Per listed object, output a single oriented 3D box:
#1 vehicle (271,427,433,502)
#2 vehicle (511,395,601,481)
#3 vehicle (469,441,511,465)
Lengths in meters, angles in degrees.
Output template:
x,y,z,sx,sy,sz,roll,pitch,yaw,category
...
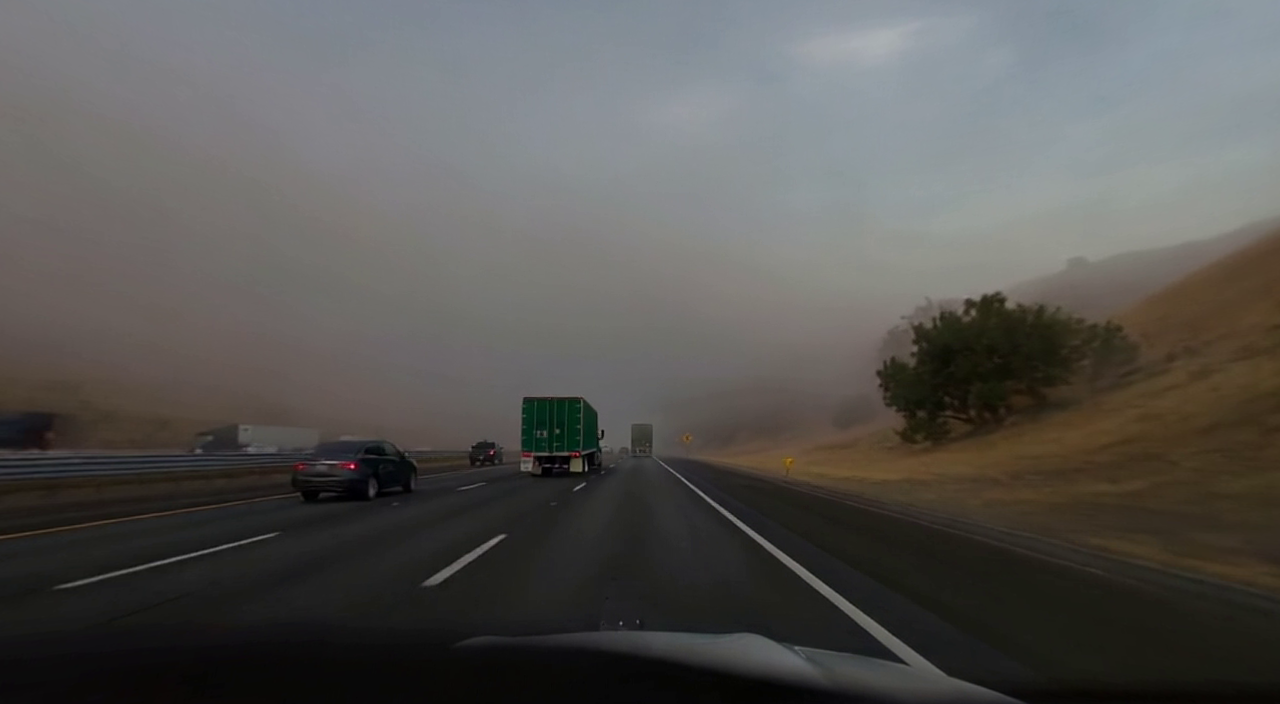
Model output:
x,y,z,sx,sy,sz,roll,pitch,yaw,category
-7.528,3.004,17.161,2.125,1.725,4.715,0,-9,0,vehicle
-3.577,4.166,29.971,2.789,3.271,10.894,1,-9,0,vehicle
-10.789,7.284,45.500,1.964,1.652,4.071,0,-9,1,vehicle
